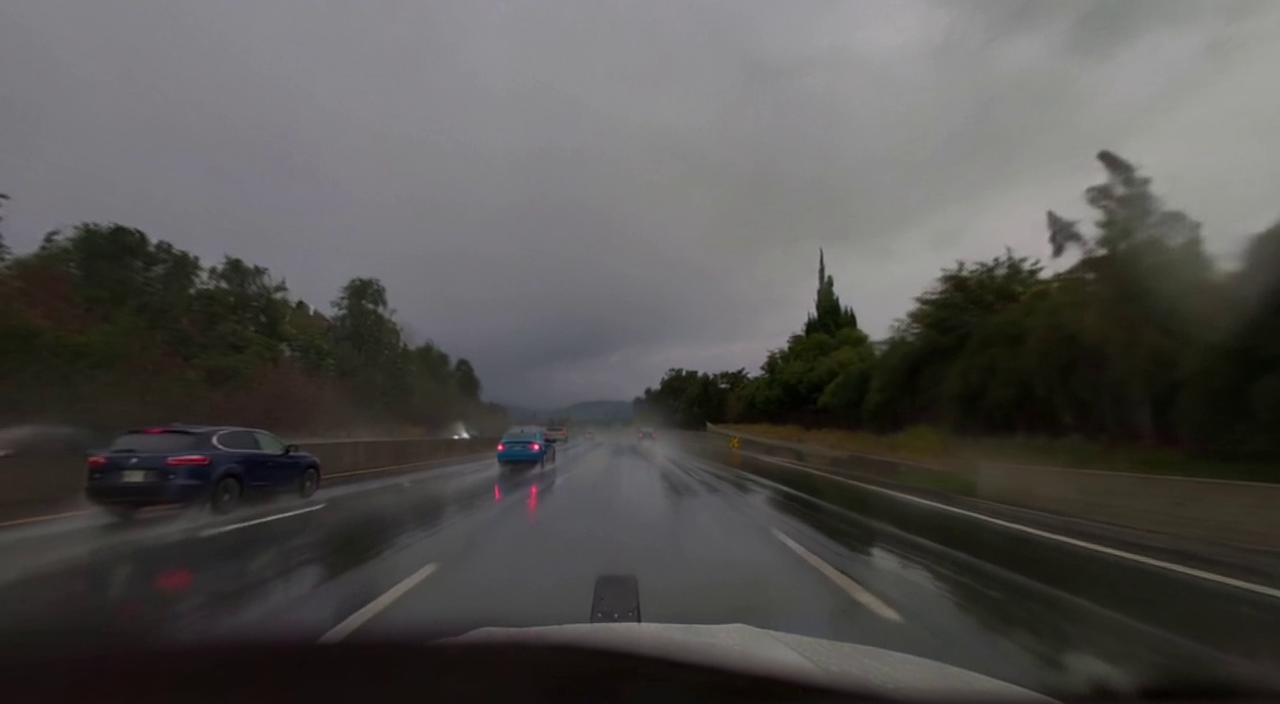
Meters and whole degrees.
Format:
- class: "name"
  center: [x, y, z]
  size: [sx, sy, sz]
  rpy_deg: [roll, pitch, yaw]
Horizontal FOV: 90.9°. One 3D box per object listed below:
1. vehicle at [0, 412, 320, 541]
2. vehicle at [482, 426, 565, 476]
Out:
- class: "vehicle"
  center: [-7.261, 1.801, 9.965]
  size: [1.983, 1.535, 4.652]
  rpy_deg: [0, -7, -1]
- class: "vehicle"
  center: [-3.829, 3.314, 21.487]
  size: [2.026, 1.517, 4.325]
  rpy_deg: [0, -7, 0]
